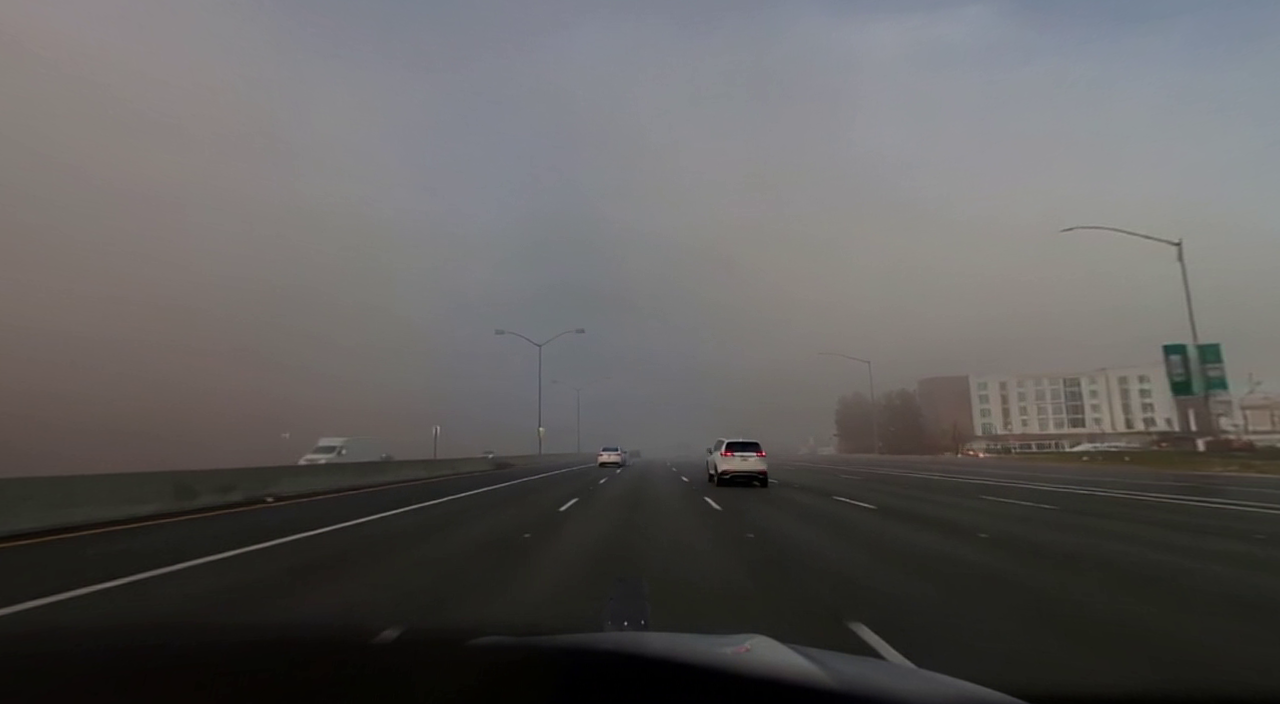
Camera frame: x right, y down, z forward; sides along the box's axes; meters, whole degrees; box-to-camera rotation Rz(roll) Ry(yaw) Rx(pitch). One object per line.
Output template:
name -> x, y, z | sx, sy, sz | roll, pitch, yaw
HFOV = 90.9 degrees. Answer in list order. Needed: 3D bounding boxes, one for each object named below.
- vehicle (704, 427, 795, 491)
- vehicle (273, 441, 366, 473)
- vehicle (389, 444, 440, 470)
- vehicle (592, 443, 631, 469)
vehicle -> 3.487, 3.517, 21.070 | 2.148, 1.852, 4.835 | 0, -8, 0
vehicle -> -18.693, 6.138, 37.154 | 2.451, 1.688, 5.617 | 0, -9, 1
vehicle -> -12.365, 5.752, 34.715 | 1.444, 1.317, 3.299 | -1, -8, 2
vehicle -> -1.706, 6.442, 39.242 | 2.080, 1.542, 4.718 | -1, -8, 2
